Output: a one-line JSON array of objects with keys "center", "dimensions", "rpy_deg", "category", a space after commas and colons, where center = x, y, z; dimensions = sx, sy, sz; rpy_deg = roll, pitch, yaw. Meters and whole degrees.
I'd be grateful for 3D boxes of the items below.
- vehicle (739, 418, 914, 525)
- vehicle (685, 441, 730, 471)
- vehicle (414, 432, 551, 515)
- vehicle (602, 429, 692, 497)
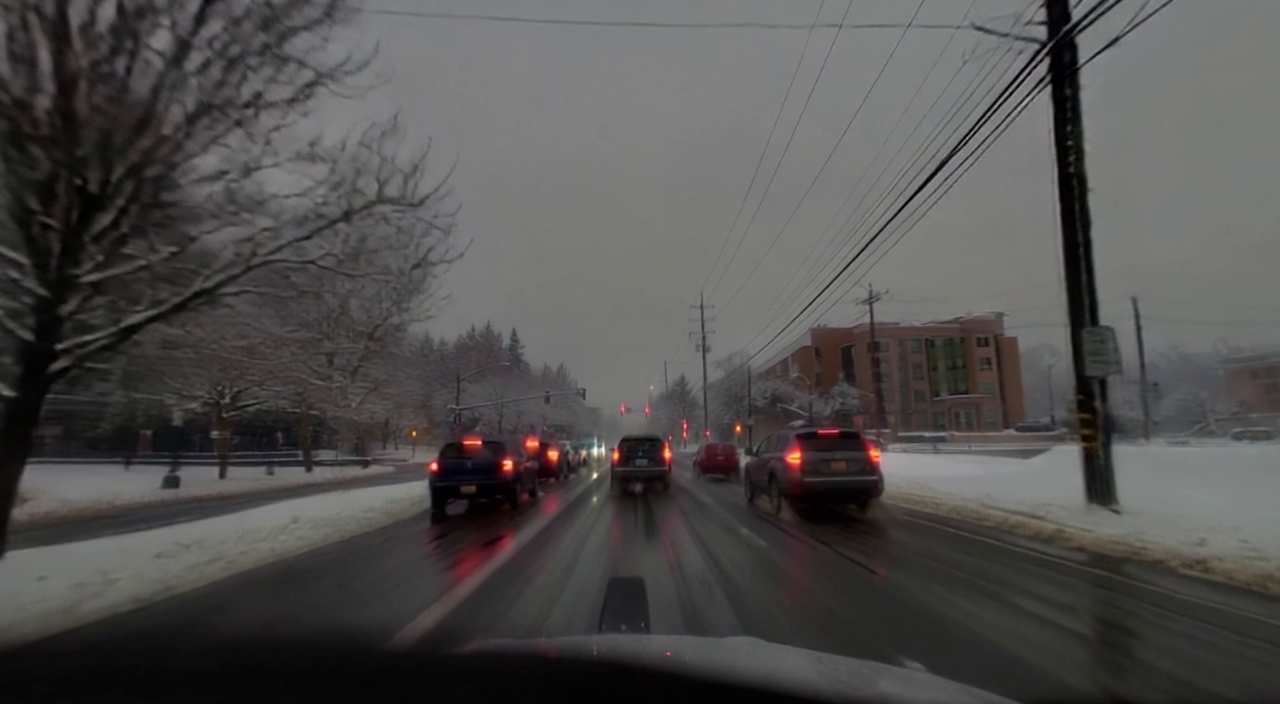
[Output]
[{"center": [3.384, 2.275, 12.530], "dimensions": [2.024, 1.711, 4.512], "rpy_deg": [0, -9, -1], "category": "vehicle"}, {"center": [3.593, 5.605, 34.282], "dimensions": [1.880, 1.503, 4.130], "rpy_deg": [0, -8, -1], "category": "vehicle"}, {"center": [-3.216, 2.568, 13.889], "dimensions": [2.104, 1.488, 4.546], "rpy_deg": [0, -9, -4], "category": "vehicle"}, {"center": [0.149, 3.036, 17.629], "dimensions": [2.200, 1.653, 4.127], "rpy_deg": [0, -8, 0], "category": "vehicle"}]
